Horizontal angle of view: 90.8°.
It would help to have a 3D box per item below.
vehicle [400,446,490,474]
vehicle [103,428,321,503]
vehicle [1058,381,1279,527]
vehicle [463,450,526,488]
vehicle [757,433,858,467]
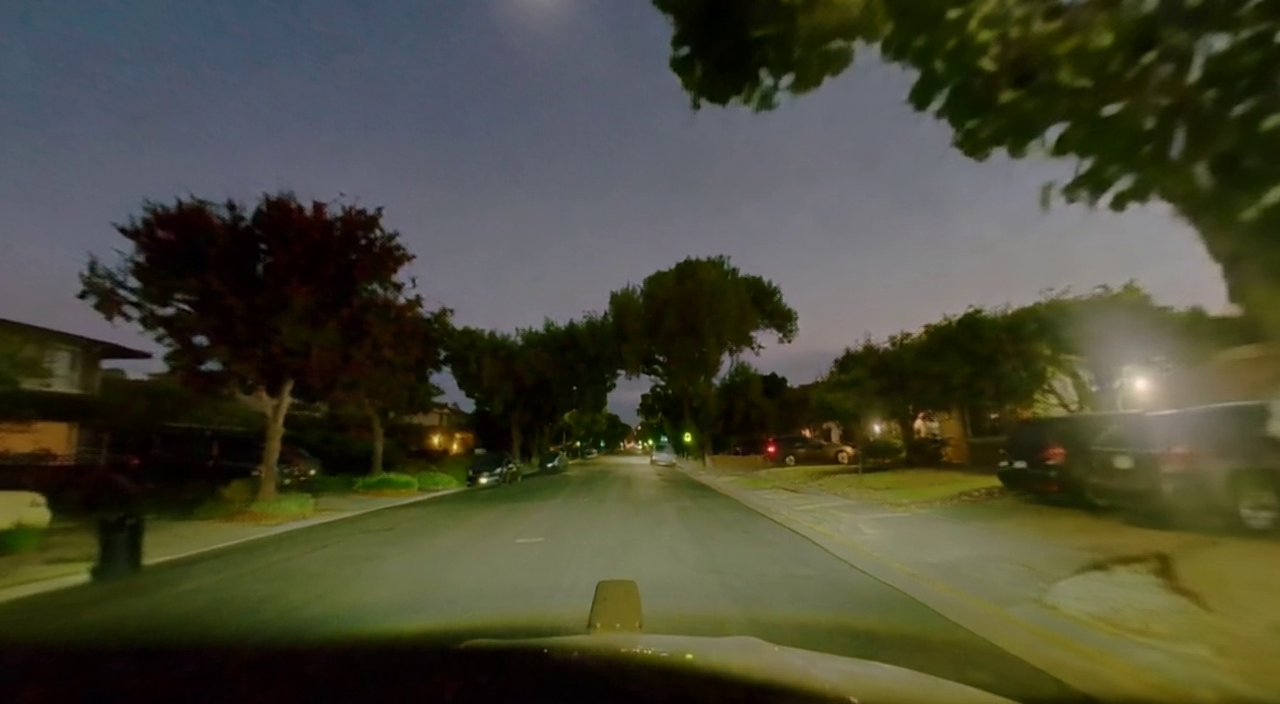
[{"bbox_3d":[-12.122,6.749,39.513,4.972,1.623,1.884,0,-9,0],"label":"vehicle"},{"bbox_3d":[-12.331,3.281,18.484,4.753,2.028,2.079,0,-9,0],"label":"vehicle"},{"bbox_3d":[8.571,1.378,8.620,4.334,1.750,1.900,1,-8,-1],"label":"vehicle"},{"bbox_3d":[-6.257,5.051,27.523,1.878,1.496,3.535,0,-9,1],"label":"vehicle"},{"bbox_3d":[8.501,5.014,32.318,4.599,1.652,1.903,1,-9,-3],"label":"vehicle"}]
